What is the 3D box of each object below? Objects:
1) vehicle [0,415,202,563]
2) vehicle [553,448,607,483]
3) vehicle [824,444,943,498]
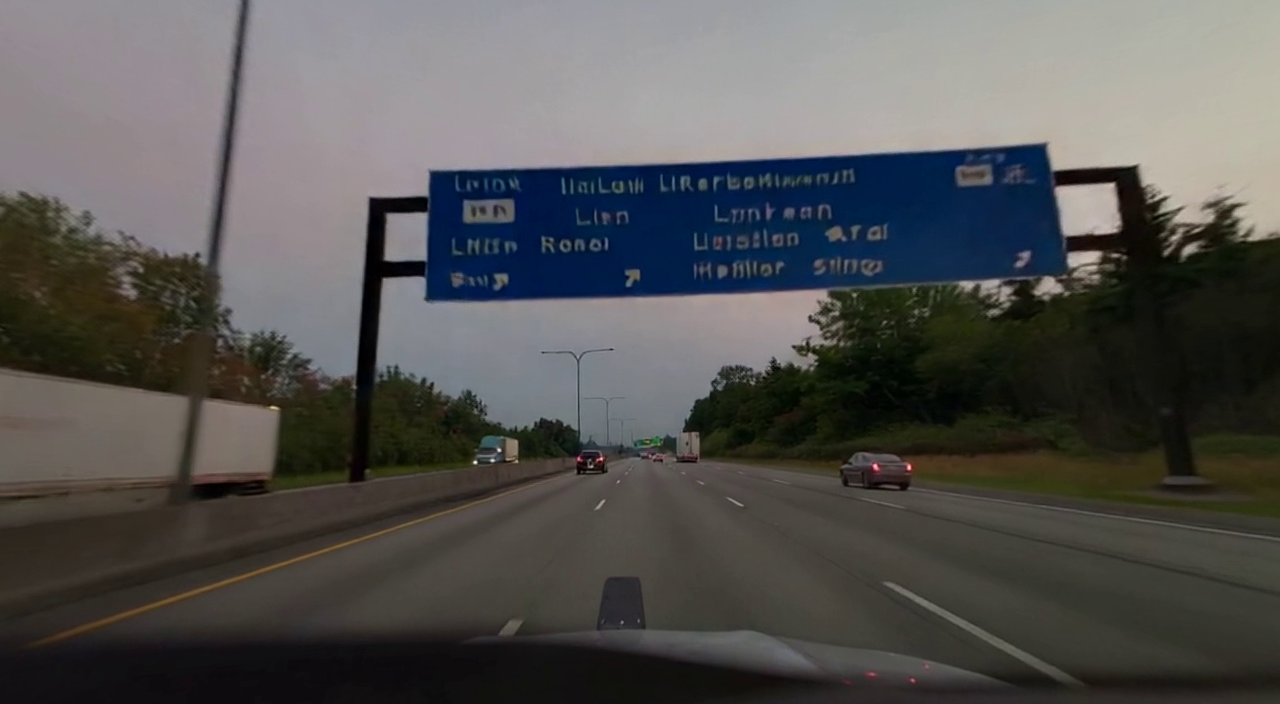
[{"bbox_3d":[-11.422,2.391,11.353,2.334,2.350,6.510,0,-9,0],"label":"vehicle"},{"bbox_3d":[-2.814,5.430,30.448,2.191,1.563,4.318,0,-9,0],"label":"vehicle"},{"bbox_3d":[7.623,3.750,20.271,1.943,1.493,4.507,0,-9,-1],"label":"vehicle"}]
